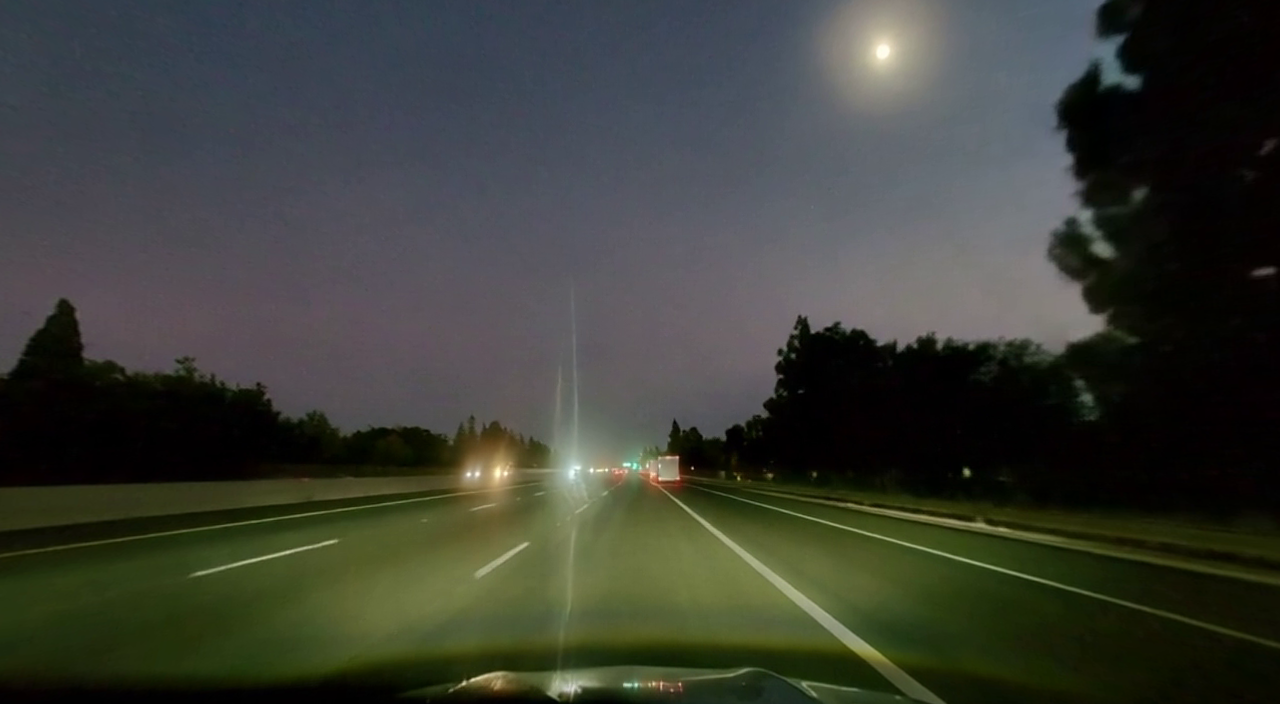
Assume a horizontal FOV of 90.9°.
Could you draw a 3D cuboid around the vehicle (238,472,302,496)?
[{"bbox_3d":[-22.530,8.032,38.491,1.612,1.398,3.712,1,-11,-1],"label":"vehicle"}]
